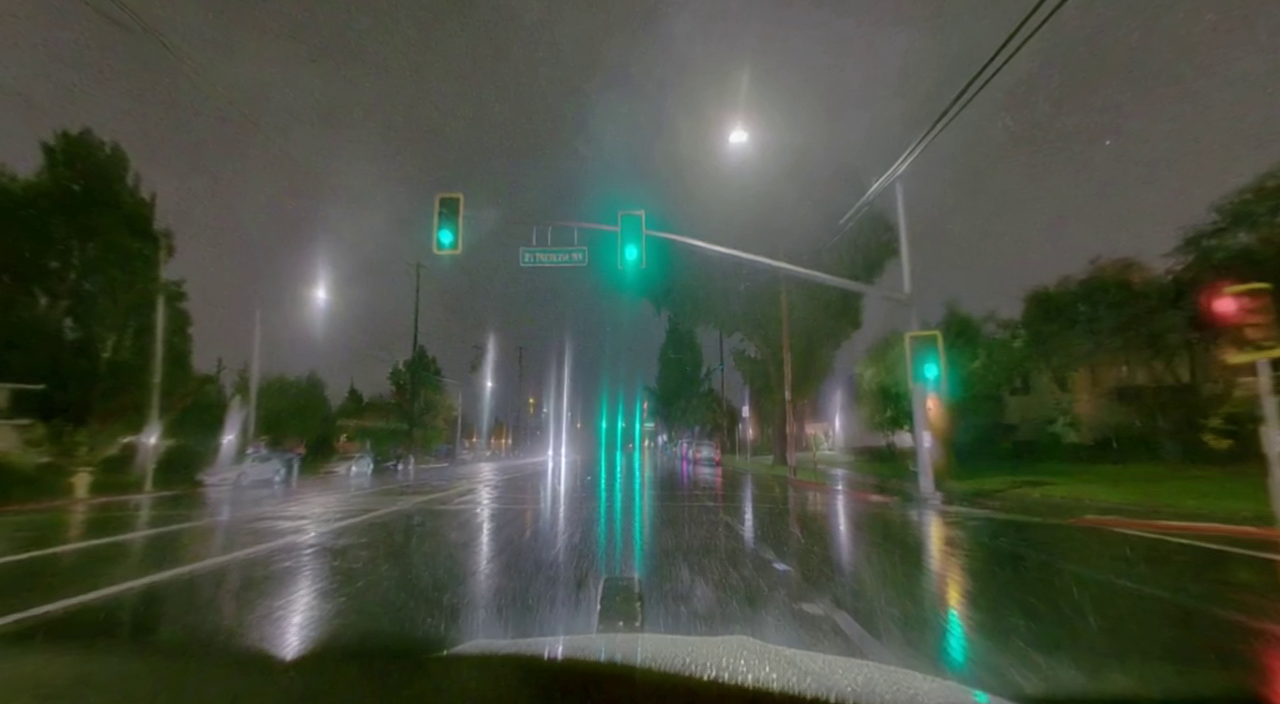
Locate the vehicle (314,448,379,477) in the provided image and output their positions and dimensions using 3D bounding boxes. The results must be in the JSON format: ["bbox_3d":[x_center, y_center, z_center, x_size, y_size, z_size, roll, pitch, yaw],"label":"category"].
[{"bbox_3d":[-17.856,6.710,38.669,1.896,1.661,4.191,0,-8,1],"label":"vehicle"}]

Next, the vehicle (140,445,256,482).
[{"bbox_3d":[-23.290,5.872,33.454,4.488,1.810,2.003,1,-9,-9],"label":"vehicle"}]

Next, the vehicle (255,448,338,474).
[{"bbox_3d":[-23.540,7.482,43.442,4.670,1.486,1.864,-3,-8,1],"label":"vehicle"}]

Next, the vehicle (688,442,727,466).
[{"bbox_3d":[4.381,6.709,41.702,1.927,1.523,4.668,0,-8,-2],"label":"vehicle"}]

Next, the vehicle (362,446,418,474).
[{"bbox_3d":[-17.846,7.667,45.333,2.105,1.734,4.673,-3,-8,1],"label":"vehicle"}]
